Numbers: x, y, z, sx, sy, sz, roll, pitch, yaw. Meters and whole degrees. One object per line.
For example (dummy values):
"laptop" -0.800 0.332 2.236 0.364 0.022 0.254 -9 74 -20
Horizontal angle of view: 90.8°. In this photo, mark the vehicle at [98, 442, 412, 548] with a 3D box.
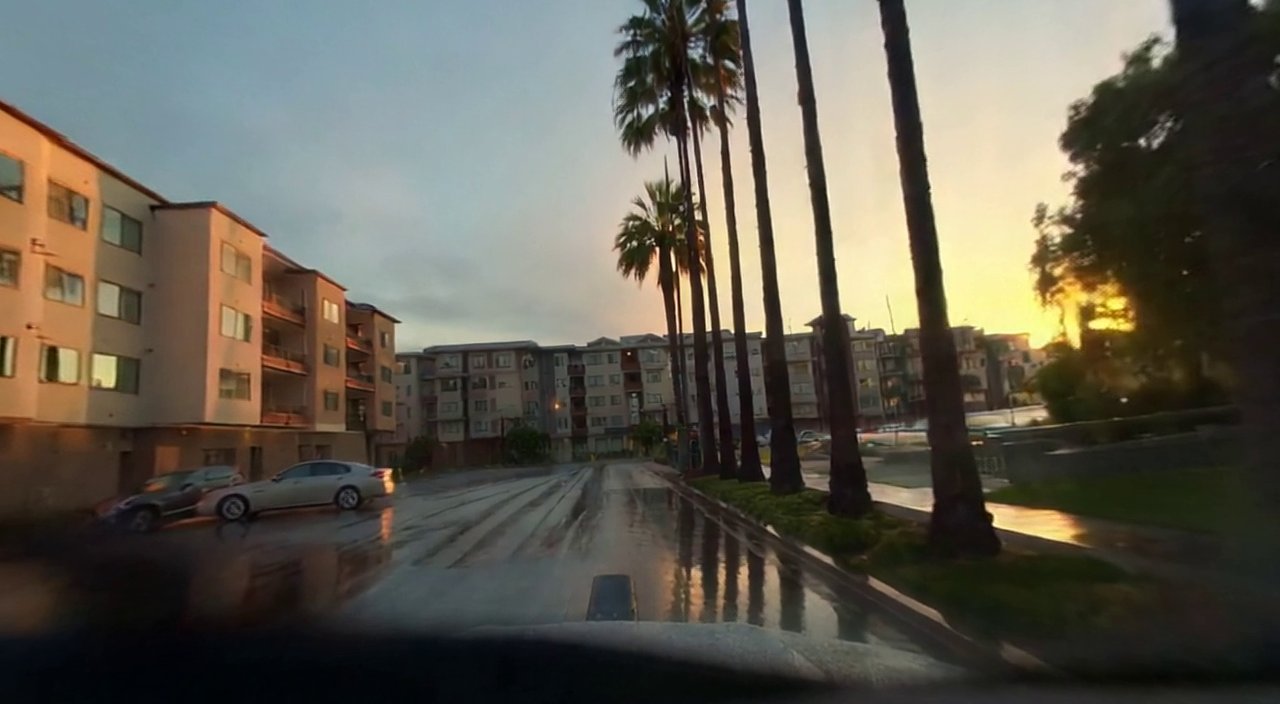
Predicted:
"vehicle" -7.154 2.658 12.234 4.803 1.520 1.894 -3 -8 -6
